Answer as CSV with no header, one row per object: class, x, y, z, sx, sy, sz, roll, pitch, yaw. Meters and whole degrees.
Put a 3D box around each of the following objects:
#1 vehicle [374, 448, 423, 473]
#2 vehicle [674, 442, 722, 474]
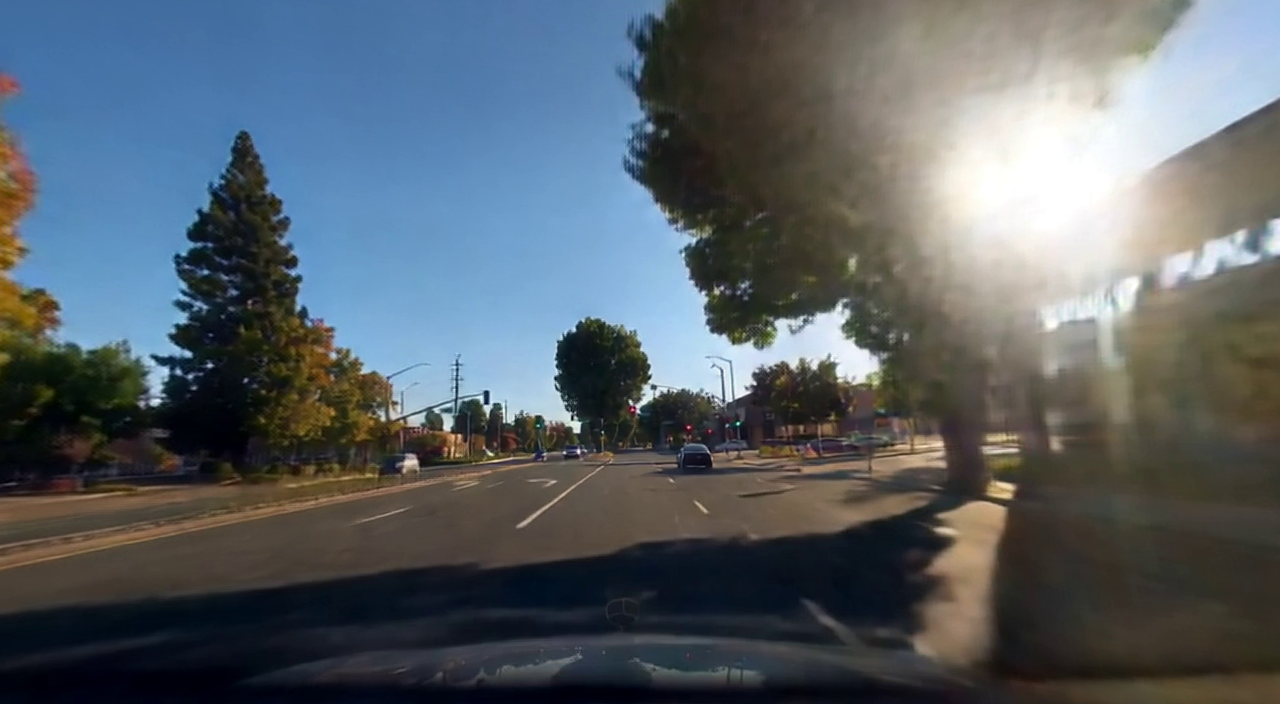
vehicle,-18.918,8.478,49.665,2.026,1.885,4.539,0,-8,0
vehicle,2.994,5.558,33.463,1.961,1.580,4.020,0,-8,-2
